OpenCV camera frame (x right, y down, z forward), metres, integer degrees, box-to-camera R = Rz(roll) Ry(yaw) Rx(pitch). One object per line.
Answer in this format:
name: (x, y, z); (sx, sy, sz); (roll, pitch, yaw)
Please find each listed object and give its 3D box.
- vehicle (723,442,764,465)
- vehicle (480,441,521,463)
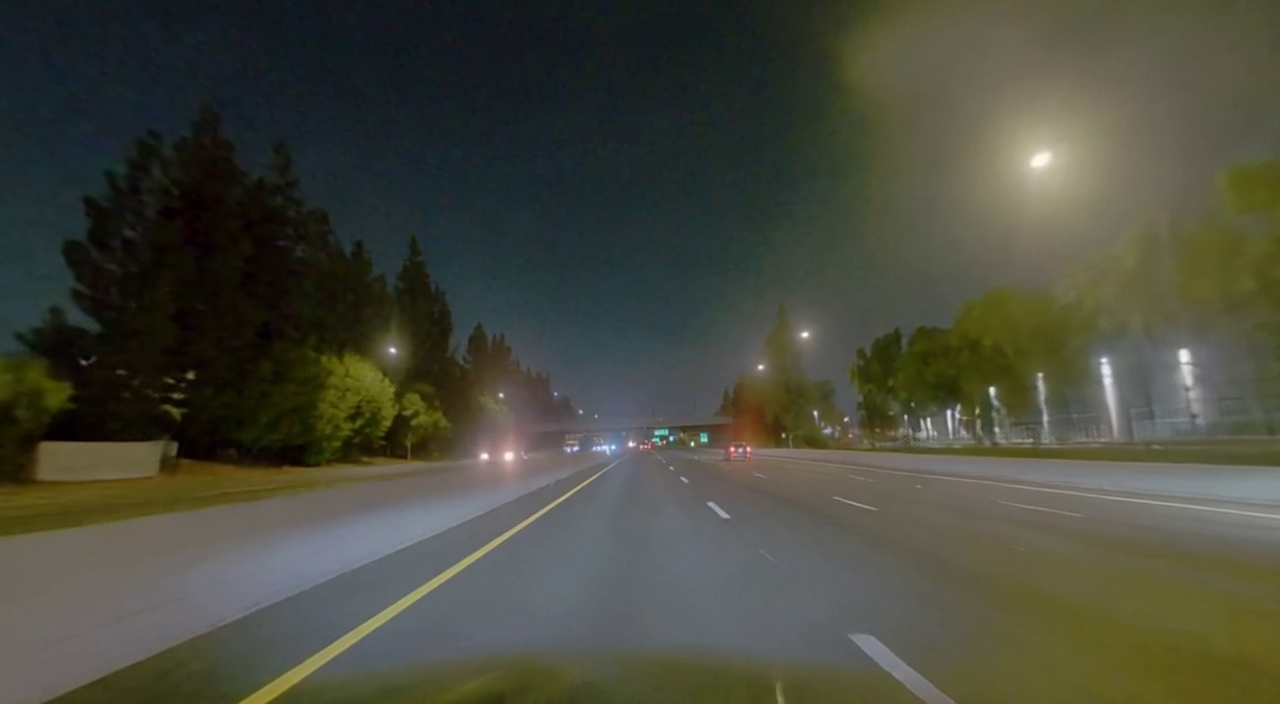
vehicle: (6.972, 6.893, 42.972); (2.025, 1.484, 4.208); (0, -8, 0)
vehicle: (-10.354, 7.483, 47.221); (2.027, 1.551, 4.656); (0, -8, 0)
